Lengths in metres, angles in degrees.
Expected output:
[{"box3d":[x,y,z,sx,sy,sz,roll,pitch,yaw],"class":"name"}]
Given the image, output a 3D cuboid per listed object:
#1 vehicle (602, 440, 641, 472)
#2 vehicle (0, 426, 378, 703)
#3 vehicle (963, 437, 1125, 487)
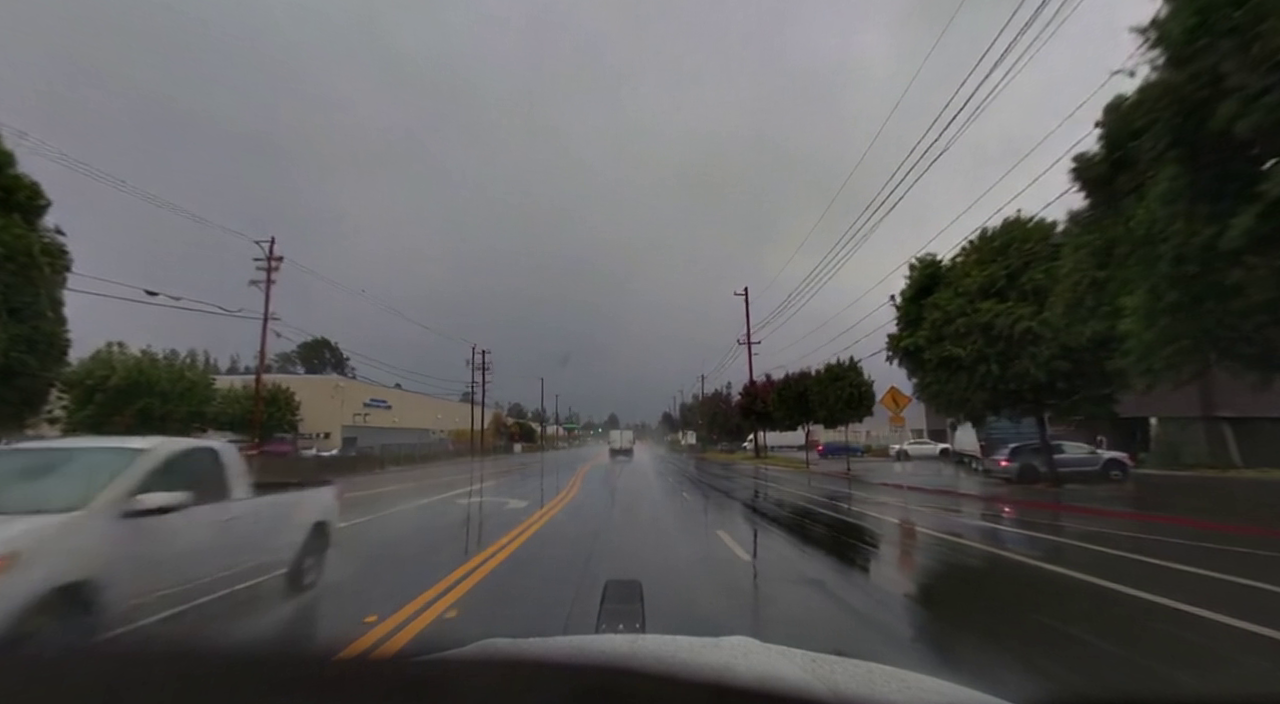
[{"box3d":[-0.972,5.519,33.756,1.937,1.588,3.746,0,-8,-1],"class":"vehicle"},{"box3d":[-3.782,1.353,4.798,1.863,1.435,4.204,0,-8,-1],"class":"vehicle"},{"box3d":[18.120,4.922,28.761,2.423,2.005,5.671,4,-9,-25],"class":"vehicle"}]
